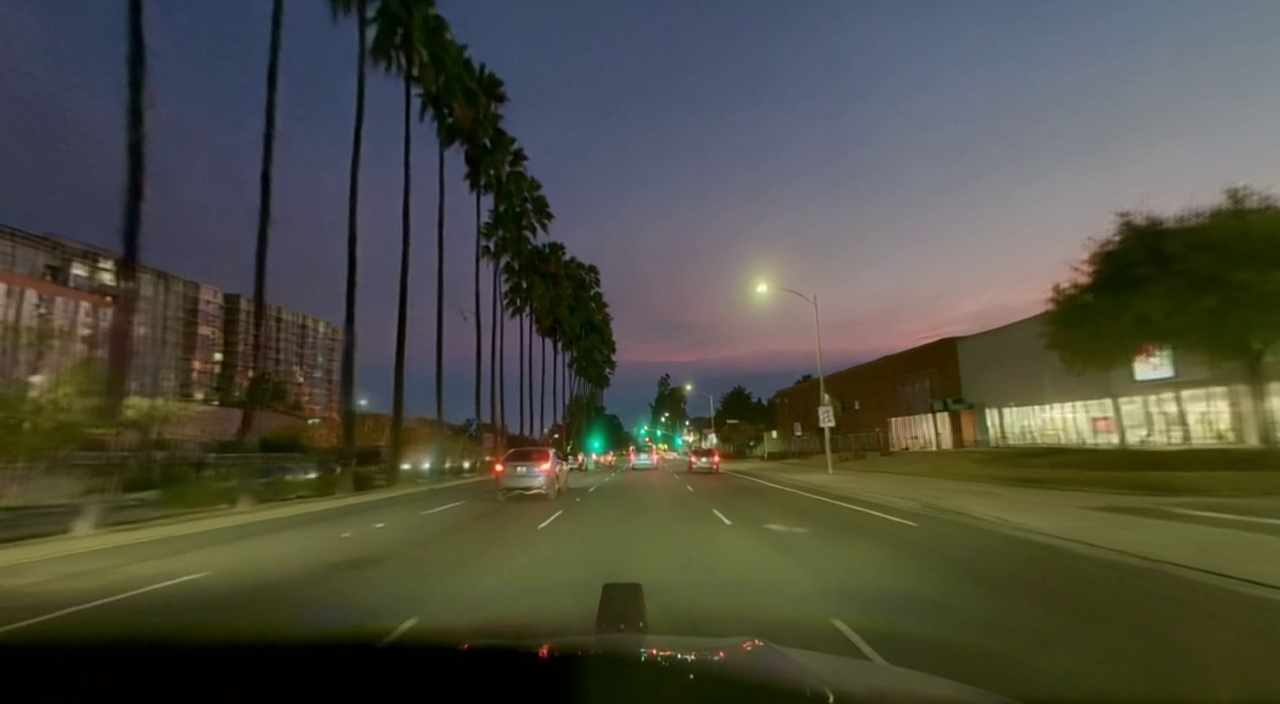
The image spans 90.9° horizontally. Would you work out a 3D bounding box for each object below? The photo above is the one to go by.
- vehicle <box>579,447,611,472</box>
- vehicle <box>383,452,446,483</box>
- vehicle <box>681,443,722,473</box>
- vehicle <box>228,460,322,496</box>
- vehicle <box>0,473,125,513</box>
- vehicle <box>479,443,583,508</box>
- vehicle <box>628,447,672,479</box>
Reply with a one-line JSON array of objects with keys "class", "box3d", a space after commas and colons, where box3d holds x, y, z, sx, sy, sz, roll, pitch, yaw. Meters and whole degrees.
[{"class": "vehicle", "box3d": [-3.250, 7.892, 46.539, 2.168, 1.719, 4.283, 0, -9, -2]}, {"class": "vehicle", "box3d": [-13.666, 7.000, 38.495, 2.096, 1.721, 4.628, 0, -9, 1]}, {"class": "vehicle", "box3d": [3.821, 6.719, 40.075, 2.108, 1.785, 4.334, 0, -9, -1]}, {"class": "vehicle", "box3d": [-17.370, 5.987, 30.237, 1.870, 1.511, 4.358, 0, -9, 0]}, {"class": "vehicle", "box3d": [-27.024, 6.501, 29.395, 1.875, 1.467, 4.747, 0, -9, 1]}, {"class": "vehicle", "box3d": [-2.767, 3.244, 17.103, 1.908, 1.505, 4.369, -1, -9, 2]}, {"class": "vehicle", "box3d": [0.488, 5.656, 32.368, 2.147, 1.507, 3.953, 0, -9, 0]}]
